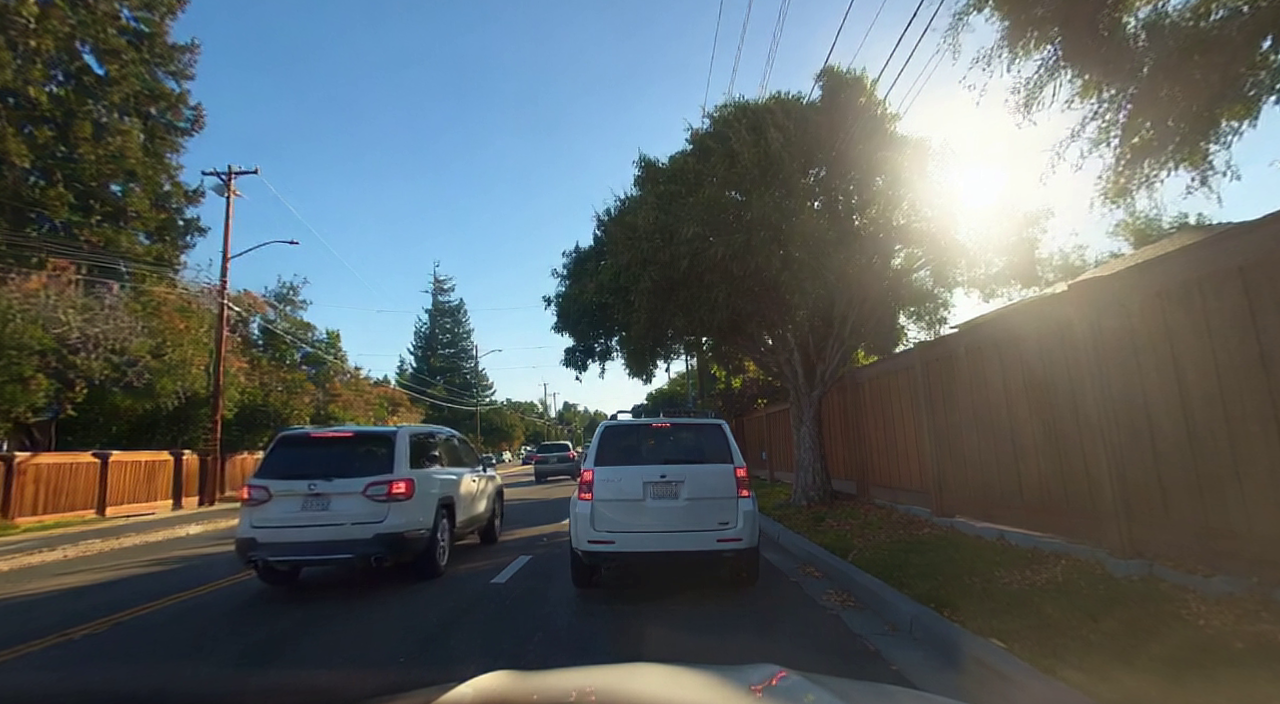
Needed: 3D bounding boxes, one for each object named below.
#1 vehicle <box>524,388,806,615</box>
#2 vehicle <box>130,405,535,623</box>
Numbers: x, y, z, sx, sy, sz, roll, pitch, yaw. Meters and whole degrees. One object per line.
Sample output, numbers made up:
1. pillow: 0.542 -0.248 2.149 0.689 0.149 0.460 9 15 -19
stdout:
1. vehicle: 0.187 1.464 7.025 2.174 1.749 4.113 0 -9 0
2. vehicle: -2.758 1.592 7.232 2.176 1.653 4.666 0 -9 2
